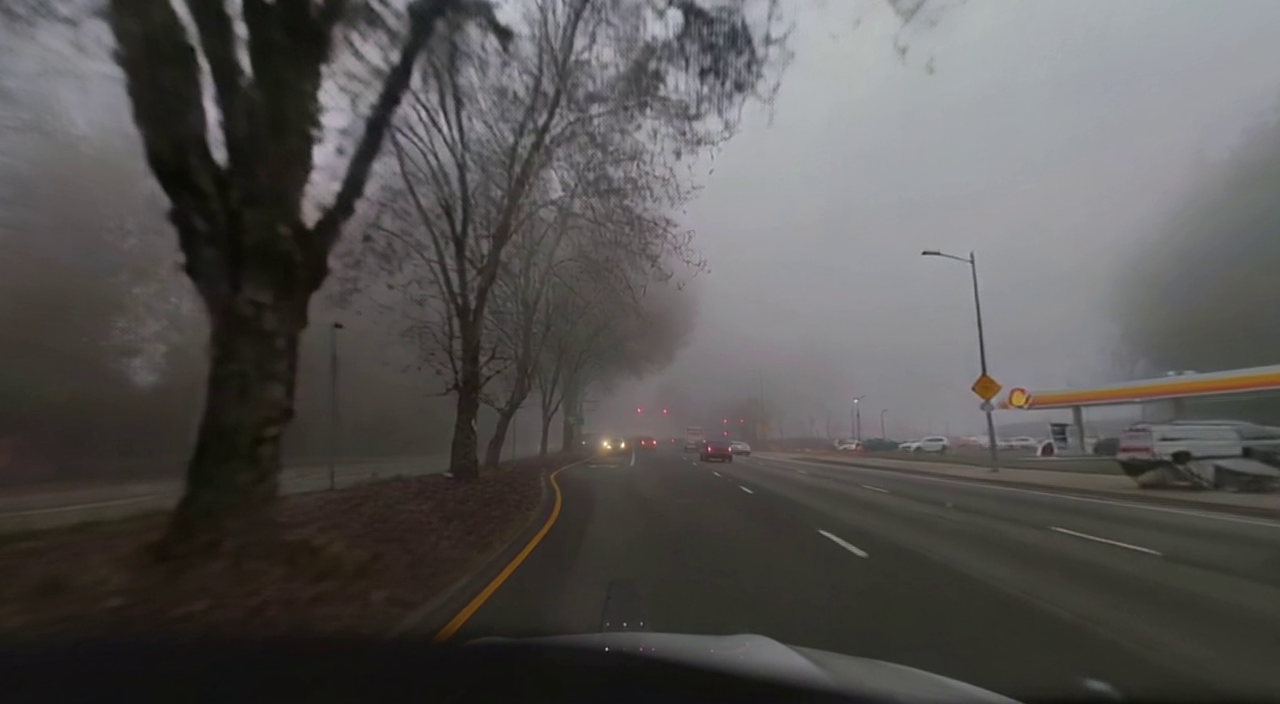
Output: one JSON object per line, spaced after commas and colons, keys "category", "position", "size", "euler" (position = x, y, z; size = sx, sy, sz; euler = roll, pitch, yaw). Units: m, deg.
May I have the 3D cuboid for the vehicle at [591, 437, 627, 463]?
{"category": "vehicle", "position": [-1.839, 5.852, 37.615], "size": [2.032, 1.461, 4.173], "euler": [1, -9, -2]}

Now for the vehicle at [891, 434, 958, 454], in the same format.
{"category": "vehicle", "position": [21.975, 7.156, 48.841], "size": [1.784, 1.472, 4.532], "euler": [5, -10, -26]}

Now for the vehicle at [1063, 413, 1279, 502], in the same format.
{"category": "vehicle", "position": [12.816, 2.345, 14.179], "size": [4.960, 1.802, 2.068], "euler": [-3, -9, 17]}
